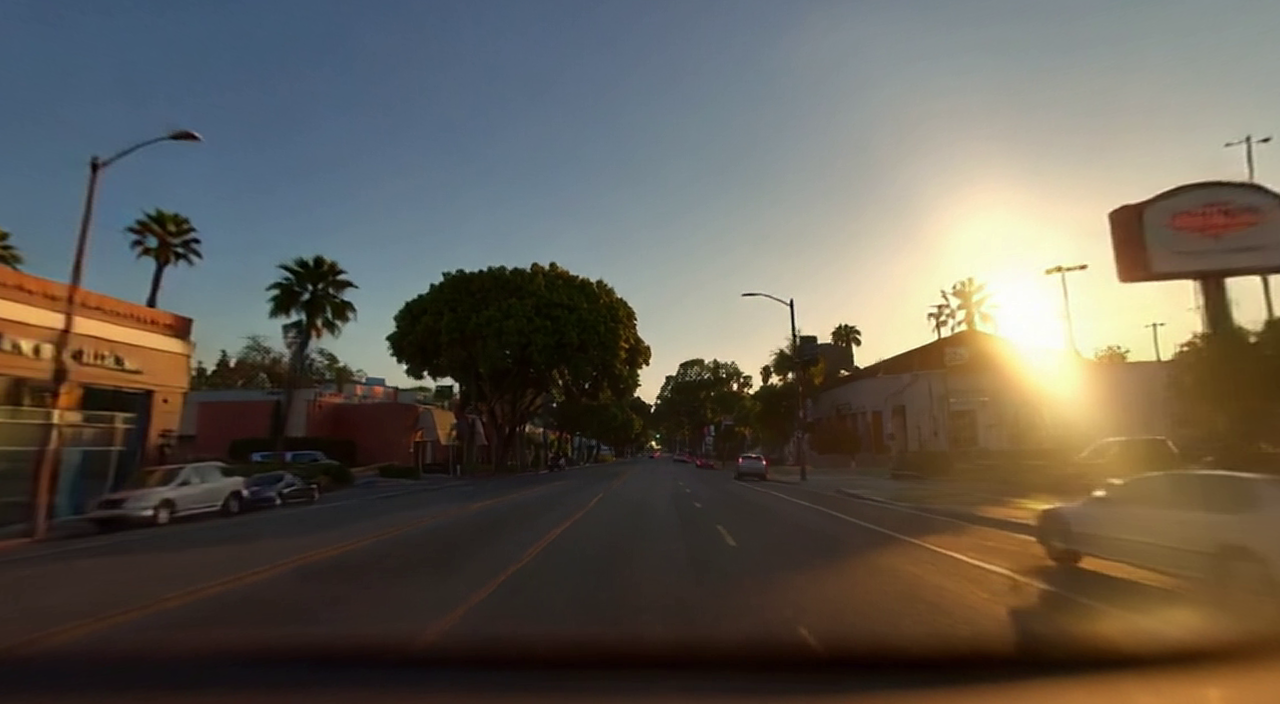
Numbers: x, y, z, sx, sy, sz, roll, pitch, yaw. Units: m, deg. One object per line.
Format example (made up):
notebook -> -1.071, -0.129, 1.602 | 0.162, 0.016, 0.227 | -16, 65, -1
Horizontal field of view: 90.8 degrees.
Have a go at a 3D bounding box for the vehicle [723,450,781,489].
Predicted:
vehicle -> 4.736, 5.021, 27.329 | 2.067, 1.477, 4.653 | -1, -9, 5

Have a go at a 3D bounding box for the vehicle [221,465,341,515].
vehicle -> -12.609, 4.835, 22.545 | 1.791, 1.446, 4.368 | 0, -8, -1

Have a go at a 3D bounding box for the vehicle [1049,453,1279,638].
vehicle -> 6.283, 1.715, 5.835 | 1.932, 1.490, 4.598 | 0, -8, 0

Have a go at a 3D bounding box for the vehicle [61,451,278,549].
vehicle -> -12.428, 3.852, 17.299 | 1.949, 2.026, 5.141 | 1, -7, -1
